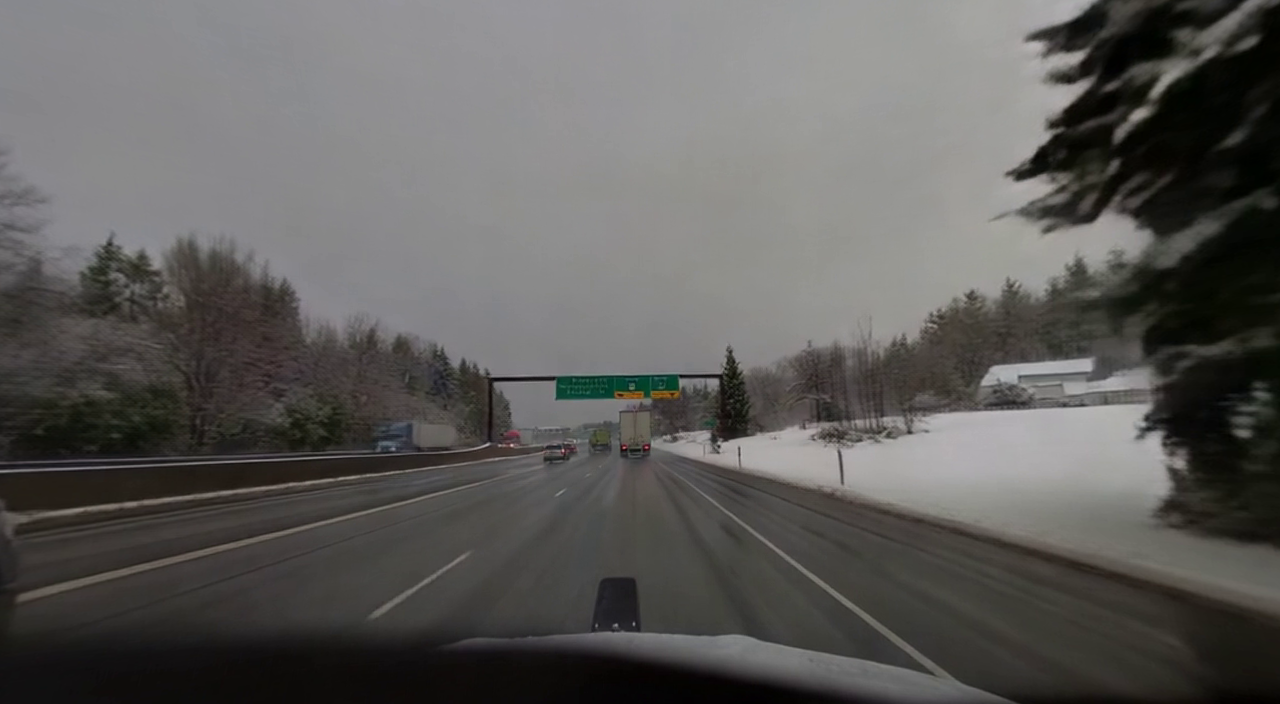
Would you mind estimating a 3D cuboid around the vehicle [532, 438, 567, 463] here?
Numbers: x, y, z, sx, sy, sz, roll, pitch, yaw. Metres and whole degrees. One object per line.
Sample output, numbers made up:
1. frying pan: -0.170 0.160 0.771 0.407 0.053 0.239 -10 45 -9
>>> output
1. vehicle: -7.125 7.776 49.891 2.127 1.839 4.984 0 -8 -1
